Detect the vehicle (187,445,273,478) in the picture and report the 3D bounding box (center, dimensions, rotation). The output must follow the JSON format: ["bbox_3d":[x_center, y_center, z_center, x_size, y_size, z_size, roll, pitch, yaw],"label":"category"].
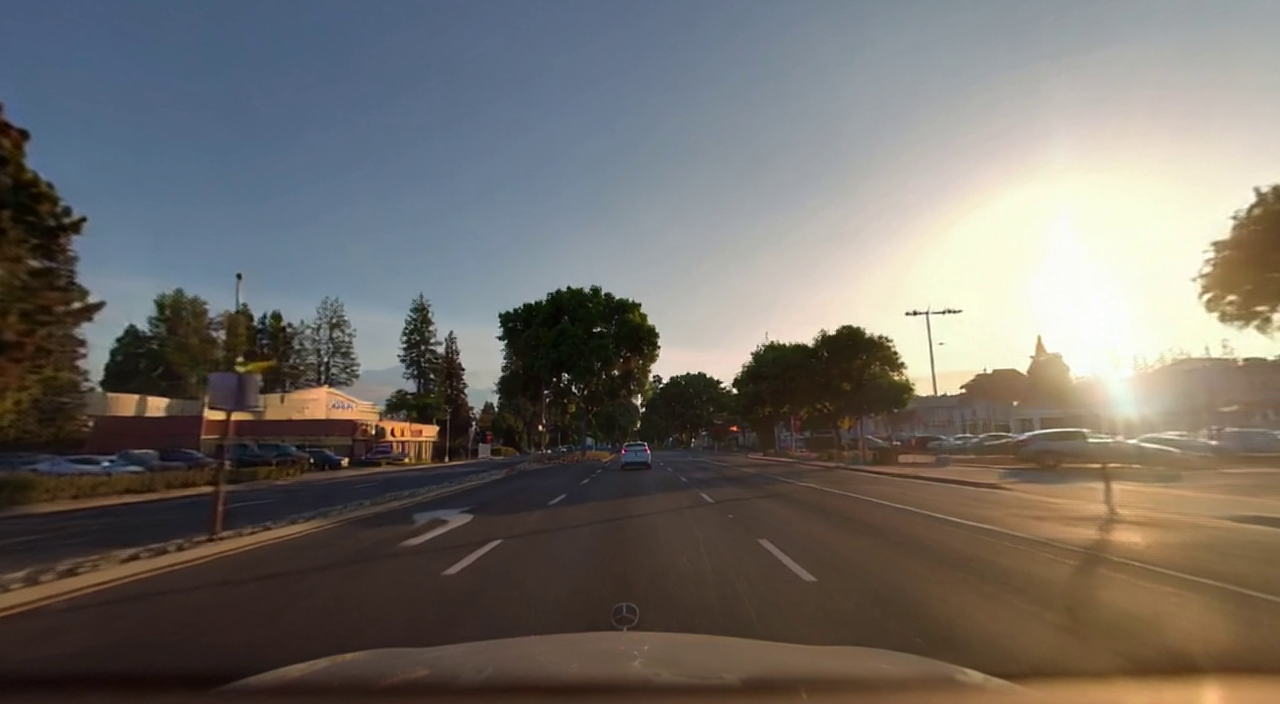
[{"bbox_3d":[-27.009,7.226,41.576,4.087,1.755,2.304,-5,-9,1],"label":"vehicle"}]

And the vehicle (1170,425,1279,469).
[{"bbox_3d":[28.007,4.455,29.492,1.991,1.877,5.024,-1,-9,1],"label":"vehicle"}]

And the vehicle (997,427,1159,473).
[{"bbox_3d":[17.908,4.041,25.939,5.083,1.778,2.063,0,-9,0],"label":"vehicle"}]

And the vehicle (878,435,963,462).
[{"bbox_3d":[17.030,5.876,38.372,4.224,1.614,2.028,0,-9,-1],"label":"vehicle"}]

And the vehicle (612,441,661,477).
[{"bbox_3d":[-0.184,4.693,27.872,1.998,1.452,3.773,0,-9,-1],"label":"vehicle"}]

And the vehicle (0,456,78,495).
[{"bbox_3d":[-26.948,5.184,26.634,4.282,1.483,2.020,0,-8,-1],"label":"vehicle"}]
